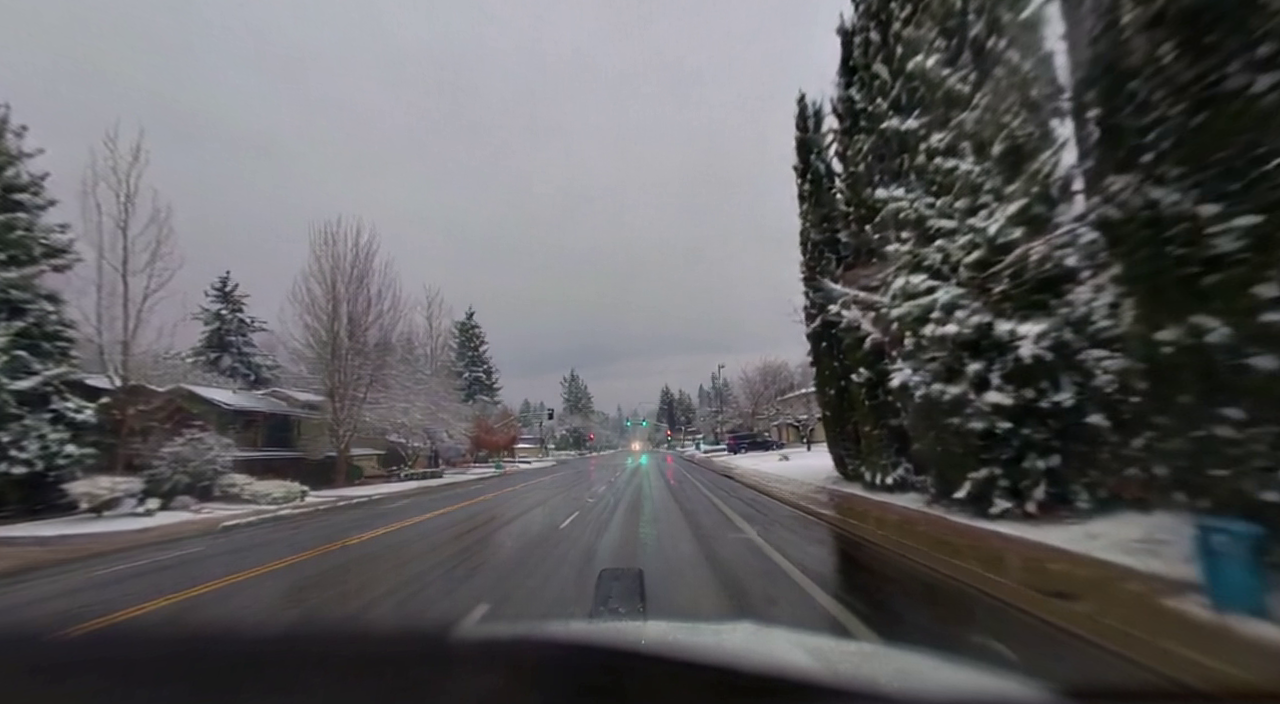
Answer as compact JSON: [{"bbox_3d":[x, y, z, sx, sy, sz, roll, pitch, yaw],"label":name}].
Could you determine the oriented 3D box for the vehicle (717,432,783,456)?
[{"bbox_3d":[8.619,7.213,49.118,4.636,1.823,1.997,3,-9,-18],"label":"vehicle"}]
